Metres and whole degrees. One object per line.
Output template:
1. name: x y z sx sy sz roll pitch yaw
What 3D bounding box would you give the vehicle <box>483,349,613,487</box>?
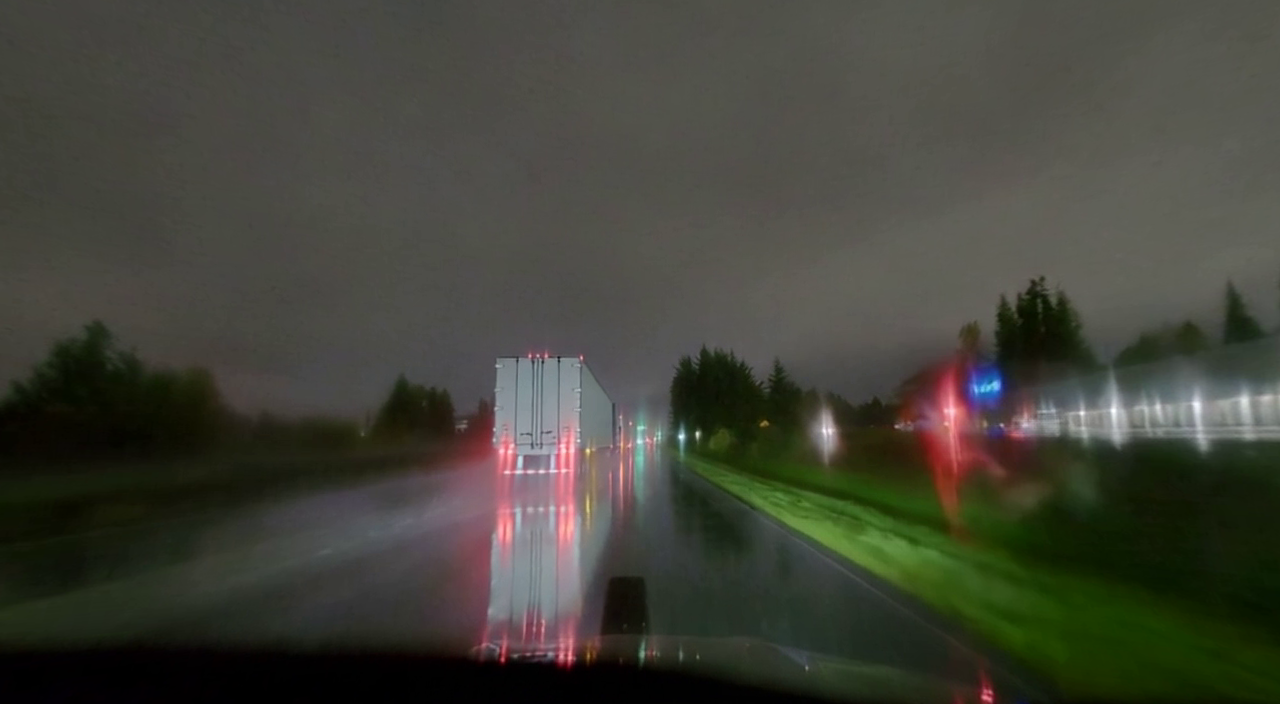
1. vehicle: -3.017 2.942 25.675 2.947 4.051 14.256 0 -8 1
